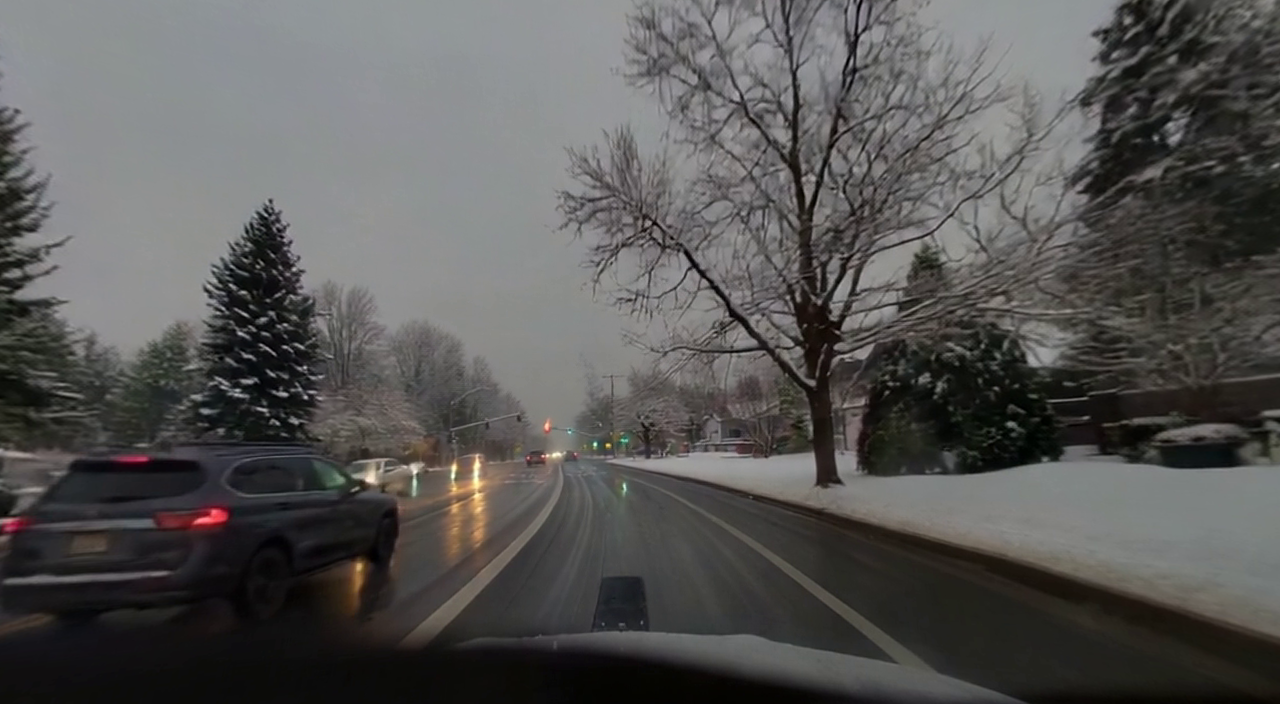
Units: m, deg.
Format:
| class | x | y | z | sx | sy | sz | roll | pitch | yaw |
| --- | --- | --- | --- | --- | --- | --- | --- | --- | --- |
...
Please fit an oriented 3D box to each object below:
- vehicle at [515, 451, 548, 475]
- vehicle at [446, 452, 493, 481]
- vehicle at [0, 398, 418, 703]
| class | x | y | z | sx | sy | sz | roll | pitch | yaw |
| --- | --- | --- | --- | --- | --- | --- | --- | --- | --- |
| vehicle | -7.589 | 7.780 | 44.371 | 2.060 | 1.530 | 4.121 | 1 | -9 | -6 |
| vehicle | -10.529 | 7.071 | 39.199 | 2.087 | 1.689 | 4.373 | 1 | -9 | -6 |
| vehicle | -3.886 | 1.449 | 5.670 | 2.084 | 1.701 | 4.734 | 0 | -9 | 0 |
